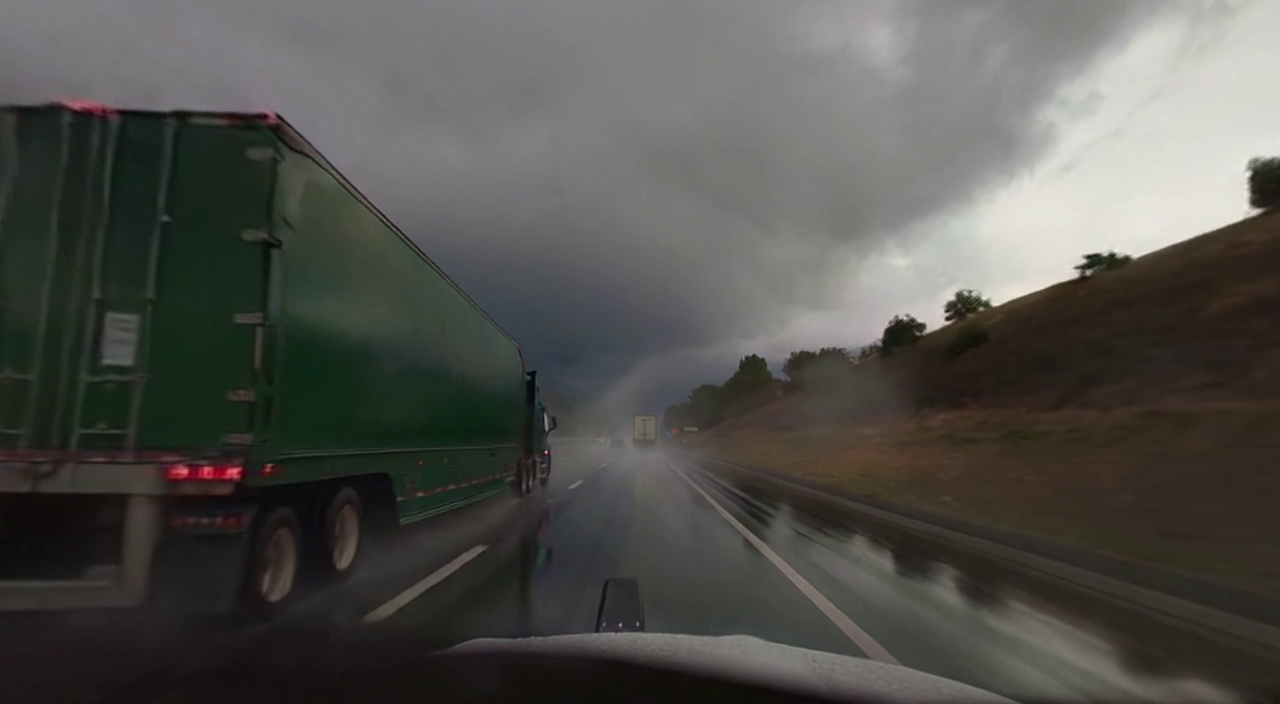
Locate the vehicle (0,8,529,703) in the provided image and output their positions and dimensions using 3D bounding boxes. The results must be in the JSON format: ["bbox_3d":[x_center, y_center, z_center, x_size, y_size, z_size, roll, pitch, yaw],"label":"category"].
[{"bbox_3d":[-3.751,0.806,8.077,2.789,3.271,10.894,1,-8,-1],"label":"vehicle"}]
